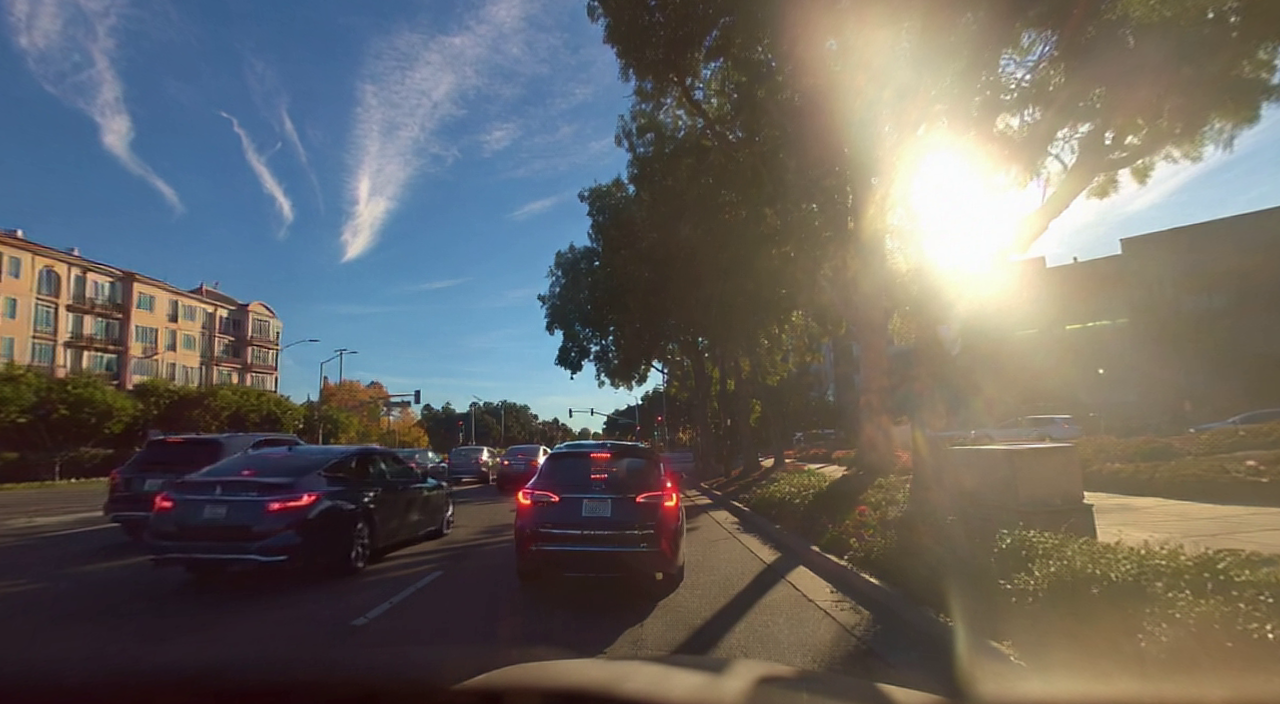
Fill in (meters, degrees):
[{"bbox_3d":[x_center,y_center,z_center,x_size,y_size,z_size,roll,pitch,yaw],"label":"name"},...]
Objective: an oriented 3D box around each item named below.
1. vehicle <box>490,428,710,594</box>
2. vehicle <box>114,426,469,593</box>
[{"bbox_3d":[-0.388,1.799,8.000,2.066,1.544,3.954,0,-9,0],"label":"vehicle"},{"bbox_3d":[-3.853,1.796,8.175,1.913,1.521,4.539,0,-9,1],"label":"vehicle"}]
